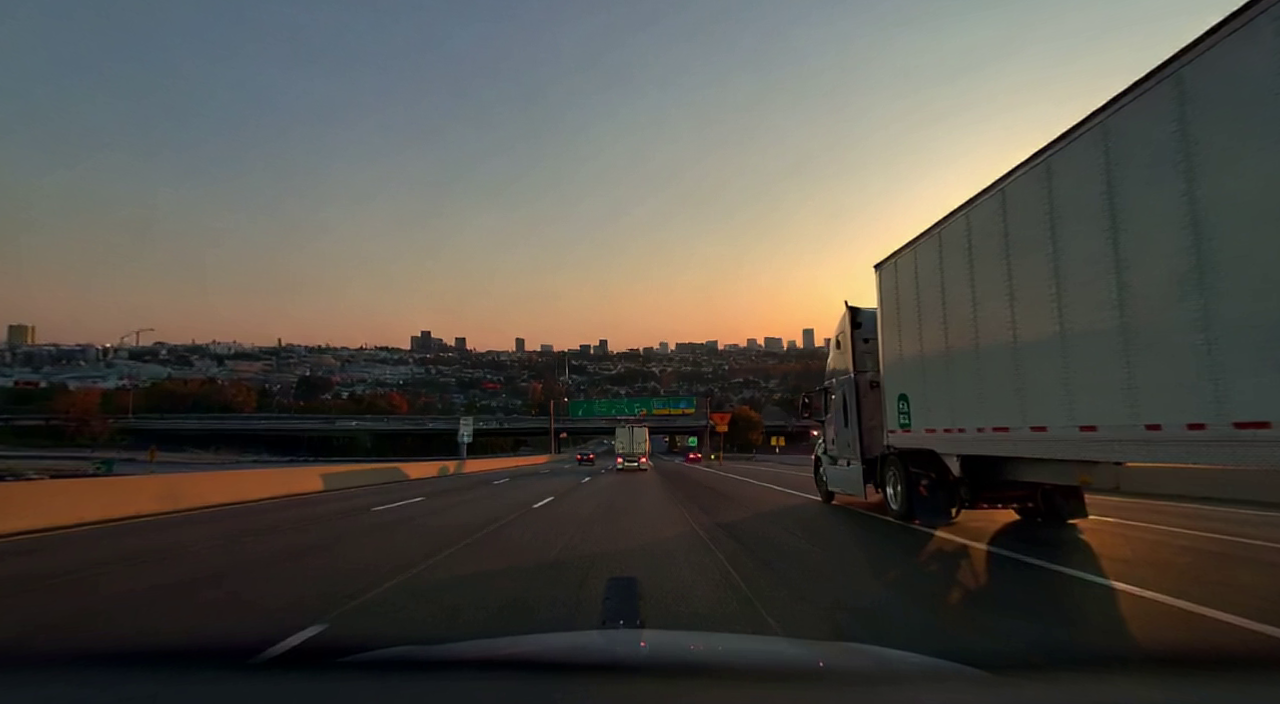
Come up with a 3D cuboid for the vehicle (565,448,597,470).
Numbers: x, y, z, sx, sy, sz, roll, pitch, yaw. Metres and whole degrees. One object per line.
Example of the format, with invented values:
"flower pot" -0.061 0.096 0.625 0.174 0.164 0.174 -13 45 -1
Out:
"vehicle" -4.258 7.764 45.948 1.986 1.508 4.133 0 -9 -1
